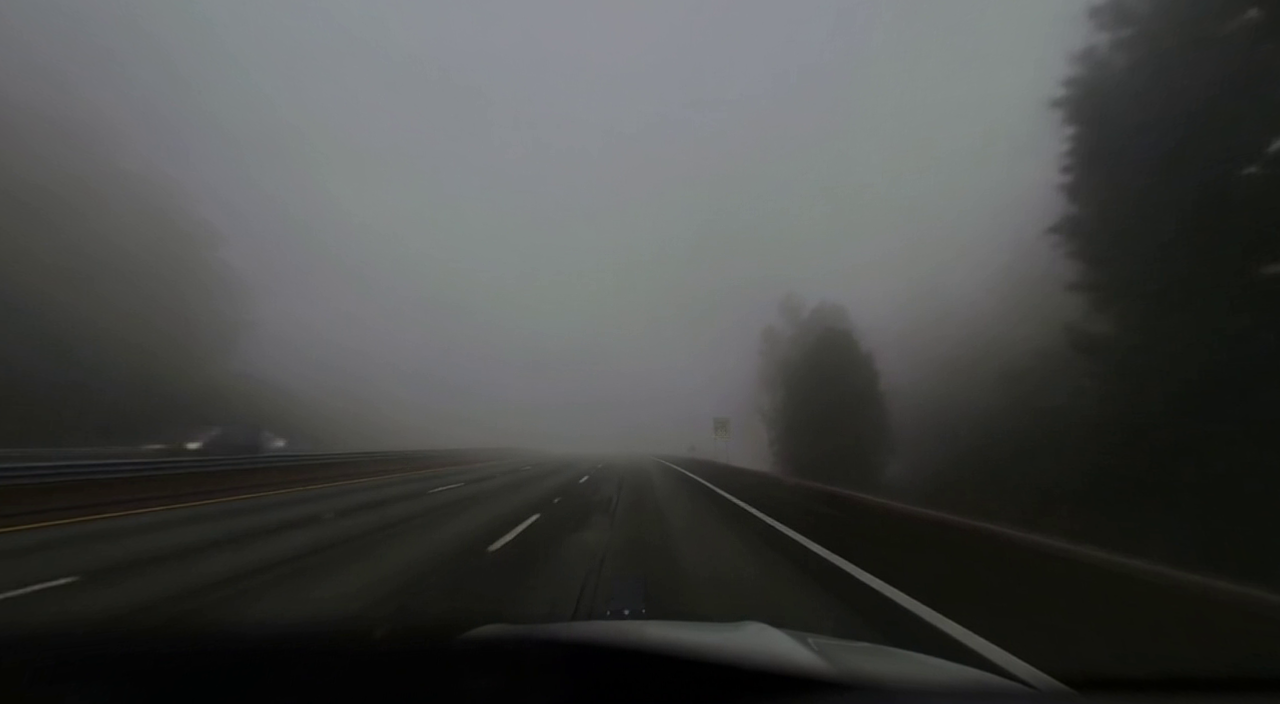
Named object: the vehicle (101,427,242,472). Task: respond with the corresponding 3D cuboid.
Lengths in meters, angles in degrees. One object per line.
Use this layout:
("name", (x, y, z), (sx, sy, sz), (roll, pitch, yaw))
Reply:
("vehicle", (-17.469, 3.681, 23.739), (2.032, 1.520, 4.280), (0, -9, 0))
